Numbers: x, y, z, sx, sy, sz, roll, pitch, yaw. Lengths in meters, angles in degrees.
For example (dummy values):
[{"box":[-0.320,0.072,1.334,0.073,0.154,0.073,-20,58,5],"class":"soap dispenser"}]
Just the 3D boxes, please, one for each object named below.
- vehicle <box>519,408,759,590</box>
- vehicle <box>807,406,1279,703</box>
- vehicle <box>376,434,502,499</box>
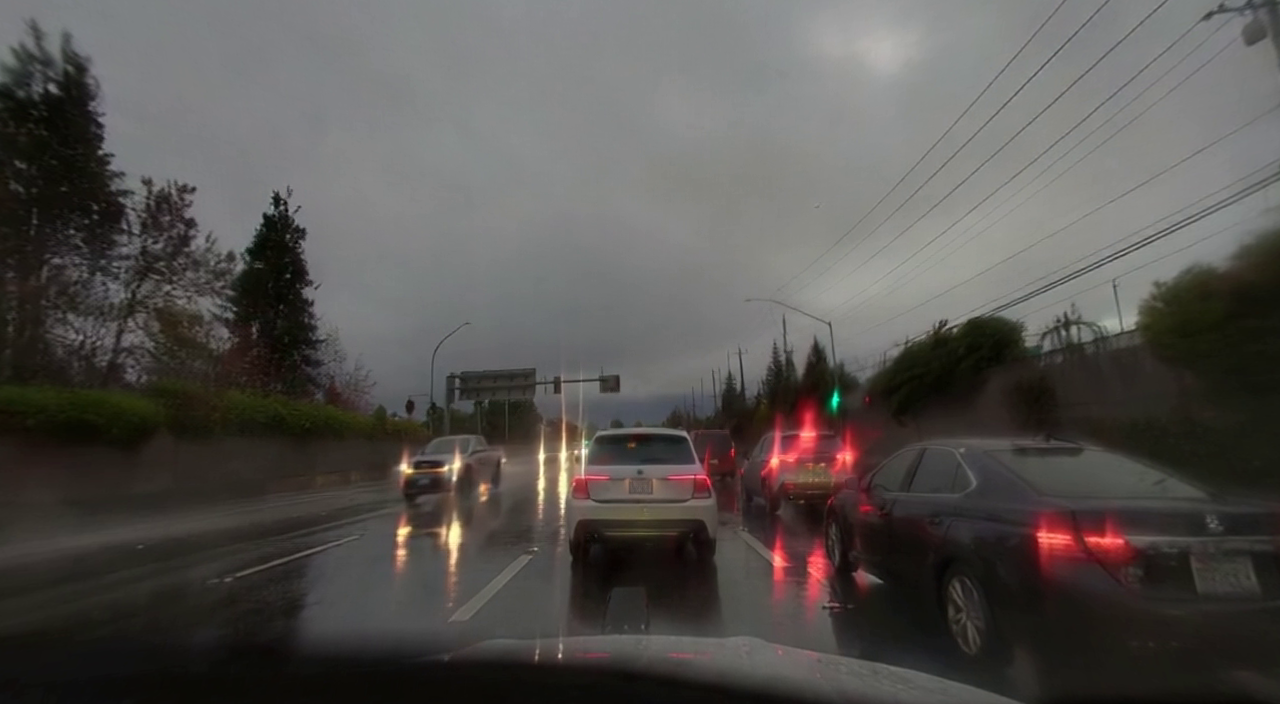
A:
[{"box":[0.006,1.660,7.922,2.200,1.653,4.127,0,-8,1],"class":"vehicle"},{"box":[2.889,1.305,4.993,1.950,1.487,4.275,0,-8,0],"class":"vehicle"},{"box":[-6.051,3.494,19.719,2.253,1.751,4.700,-1,-8,1],"class":"vehicle"}]
